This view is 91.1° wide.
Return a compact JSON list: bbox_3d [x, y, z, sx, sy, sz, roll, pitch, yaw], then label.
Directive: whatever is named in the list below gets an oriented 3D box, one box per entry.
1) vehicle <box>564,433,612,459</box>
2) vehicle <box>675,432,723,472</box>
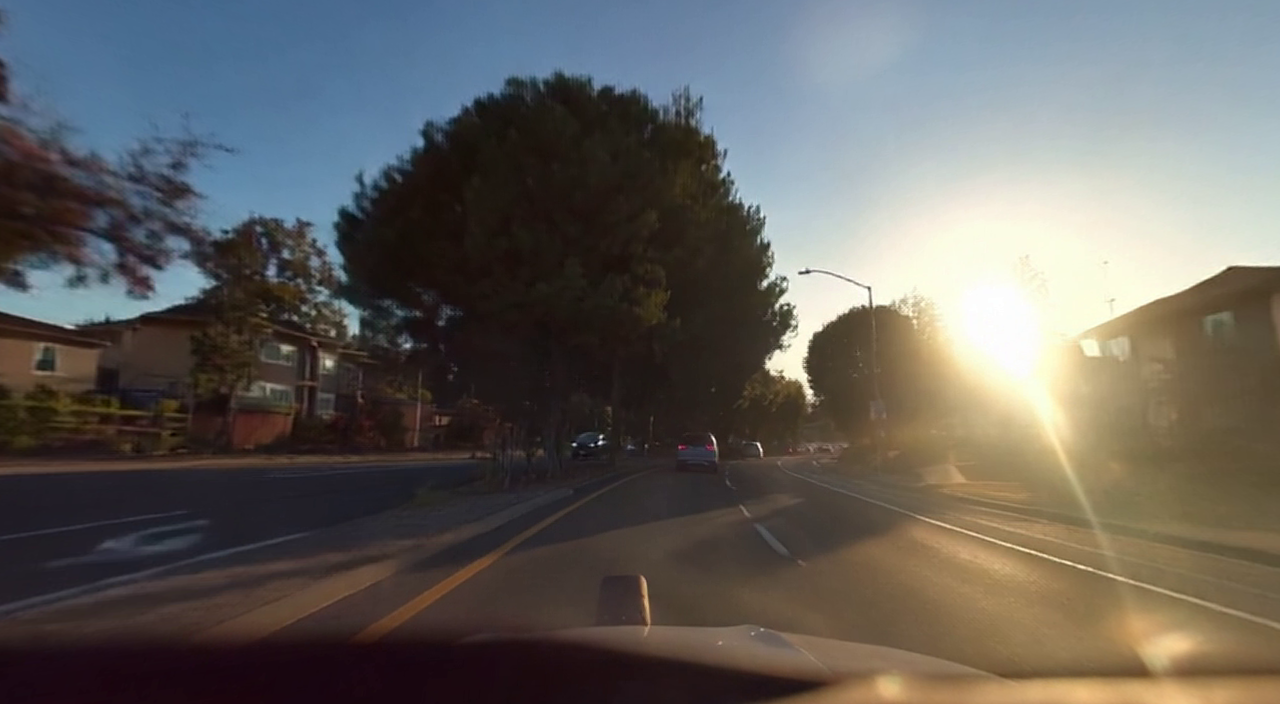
[{"bbox_3d":[-3.905,7.196,47.947,2.331,1.838,4.865,-2,-9,12],"label":"vehicle"},{"bbox_3d":[3.215,5.311,33.517,2.072,2.002,4.391,-2,-9,11],"label":"vehicle"}]
